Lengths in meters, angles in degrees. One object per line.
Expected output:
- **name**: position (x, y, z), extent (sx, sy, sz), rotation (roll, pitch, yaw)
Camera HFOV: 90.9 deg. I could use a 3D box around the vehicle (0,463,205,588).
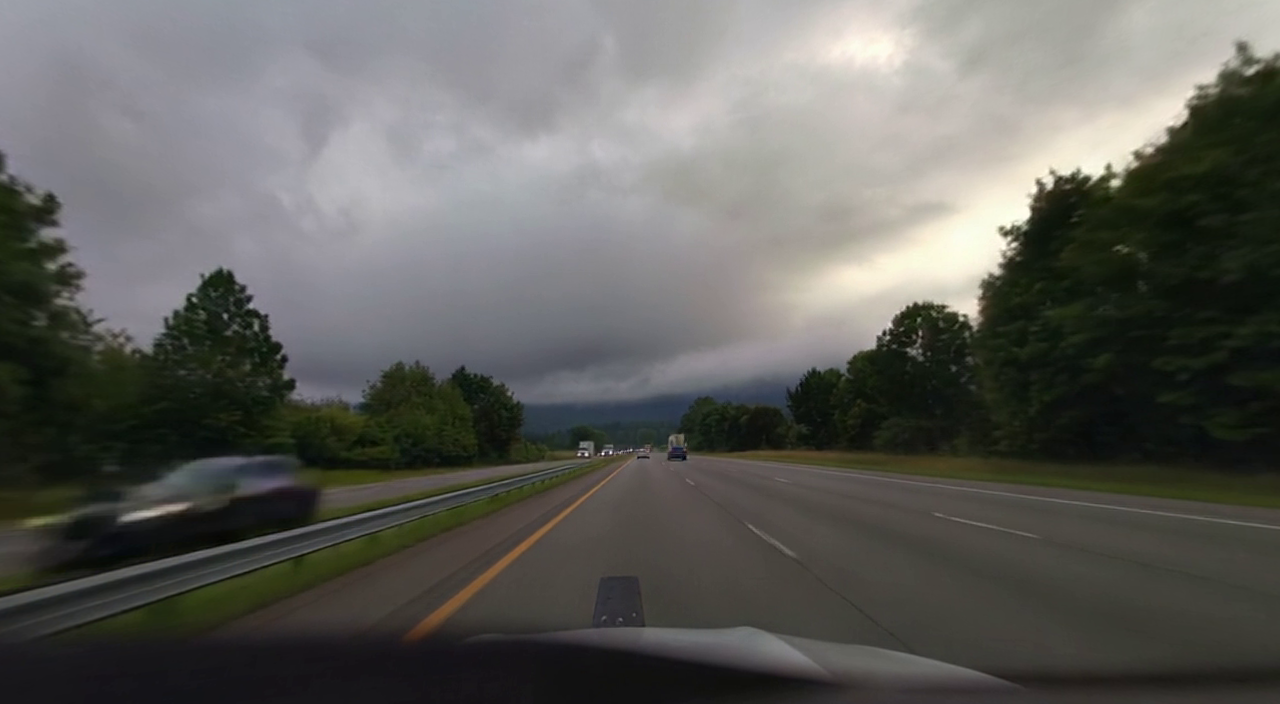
- **vehicle**: position (-8.766, 2.419, 9.293), extent (1.777, 1.444, 4.029), rotation (0, -9, 0)
